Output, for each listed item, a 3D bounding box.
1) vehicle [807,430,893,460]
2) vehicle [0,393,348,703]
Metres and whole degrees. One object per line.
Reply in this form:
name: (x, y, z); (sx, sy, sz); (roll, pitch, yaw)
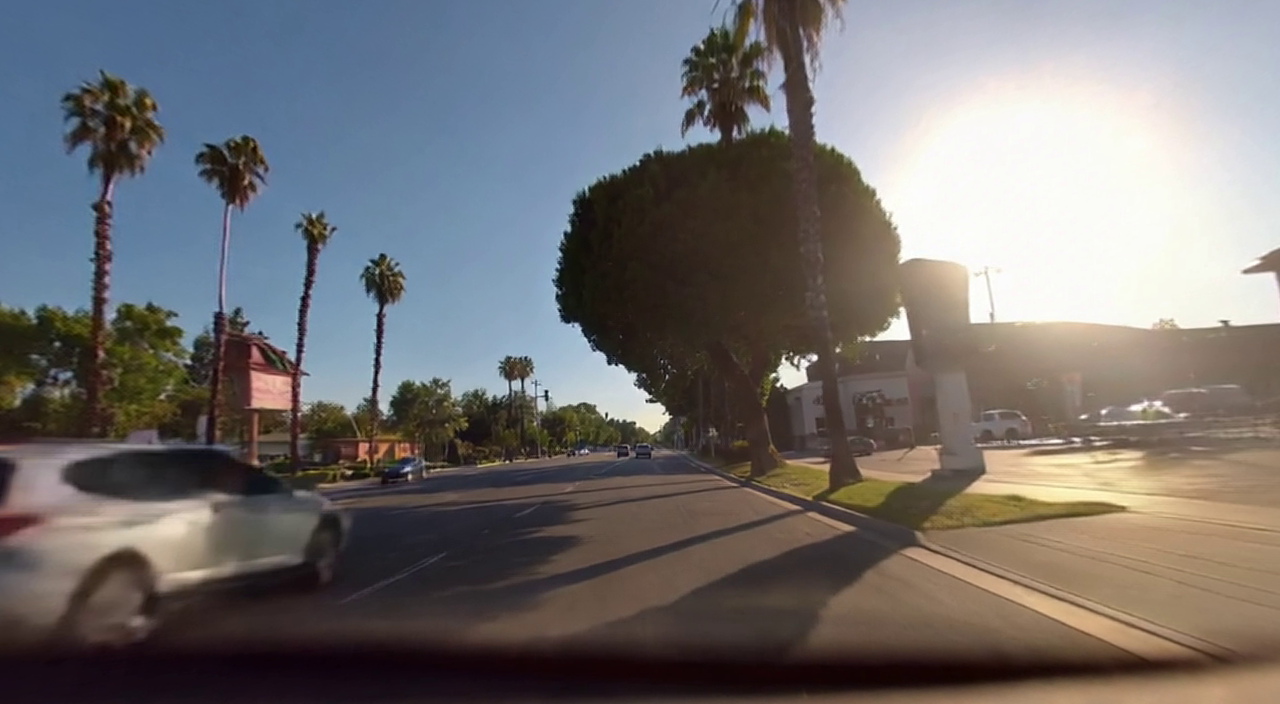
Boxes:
vehicle: (13.049, 5.775, 39.416); (4.577, 1.750, 2.115); (0, -8, -5)
vehicle: (-4.276, 1.284, 4.515); (2.147, 1.745, 4.648); (0, -8, 0)
